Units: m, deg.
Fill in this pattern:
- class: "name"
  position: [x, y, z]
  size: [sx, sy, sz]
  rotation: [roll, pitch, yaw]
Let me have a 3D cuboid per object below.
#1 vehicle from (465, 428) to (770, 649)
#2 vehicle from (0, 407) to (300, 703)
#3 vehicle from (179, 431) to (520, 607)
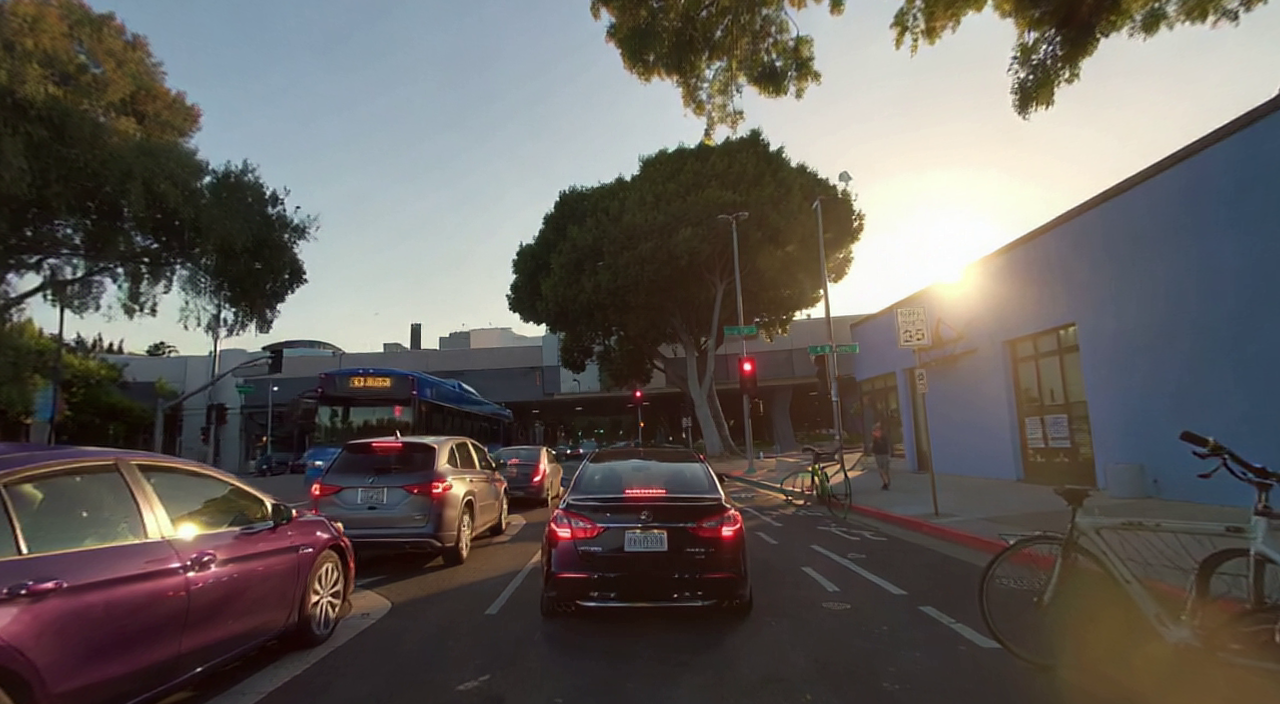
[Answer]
- class: "vehicle"
  position: [-0.138, 1.526, 6.167]
  size: [2.031, 1.461, 3.763]
  rotation: [0, -8, 0]
- class: "vehicle"
  position: [-3.164, 0.870, 1.702]
  size: [1.867, 1.486, 4.452]
  rotation: [0, -8, 2]
- class: "vehicle"
  position: [-2.912, 1.752, 7.634]
  size: [1.944, 1.481, 4.385]
  rotation: [0, -8, 1]
